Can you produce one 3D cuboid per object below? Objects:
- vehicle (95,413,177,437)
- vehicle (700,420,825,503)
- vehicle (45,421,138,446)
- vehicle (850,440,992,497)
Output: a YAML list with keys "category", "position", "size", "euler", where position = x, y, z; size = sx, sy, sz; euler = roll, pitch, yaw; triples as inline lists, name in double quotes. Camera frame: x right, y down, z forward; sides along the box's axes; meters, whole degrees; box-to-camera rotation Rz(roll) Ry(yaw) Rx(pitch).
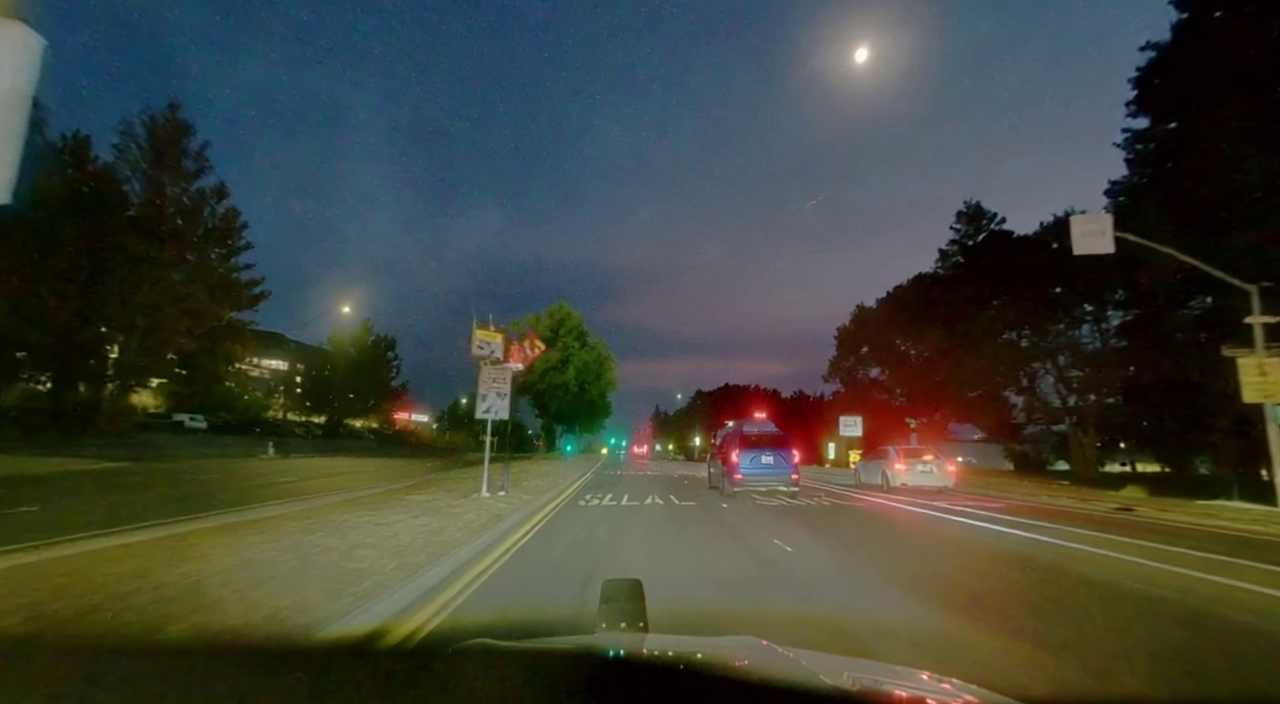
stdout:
- category: "vehicle"
  position: [-32.432, 4.725, 40.642]
  size: [3.607, 1.431, 1.906]
  euler: [0, -11, 3]
- category: "vehicle"
  position: [2.815, 2.657, 15.630]
  size: [2.045, 1.729, 4.532]
  euler: [0, -8, -2]
- category: "vehicle"
  position: [-32.040, 4.784, 36.903]
  size: [3.789, 1.409, 1.727]
  euler: [0, -9, 1]
- category: "vehicle"
  position: [8.093, 3.366, 18.693]
  size: [1.966, 1.476, 4.270]
  euler: [0, -8, -5]
